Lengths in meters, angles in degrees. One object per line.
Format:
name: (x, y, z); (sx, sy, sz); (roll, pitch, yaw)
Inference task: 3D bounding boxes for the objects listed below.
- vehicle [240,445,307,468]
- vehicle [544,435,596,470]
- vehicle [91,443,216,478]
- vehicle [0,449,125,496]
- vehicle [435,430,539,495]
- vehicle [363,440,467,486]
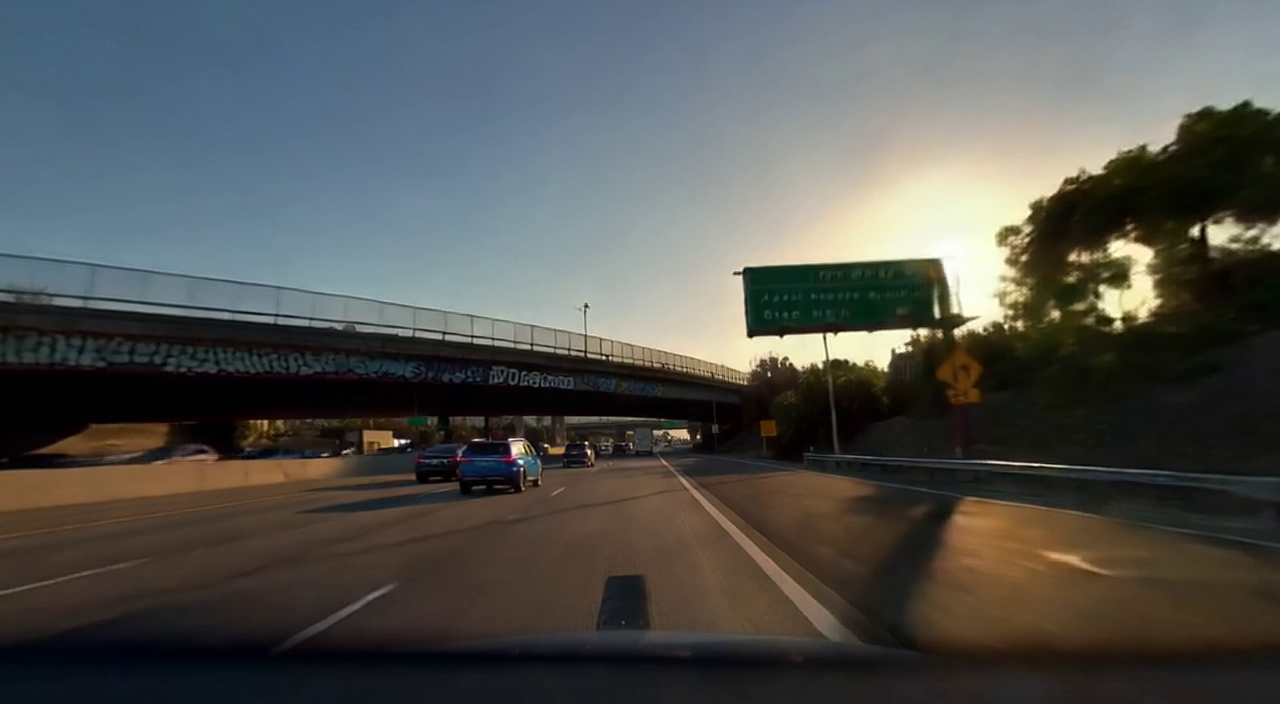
vehicle: (-27.418, 7.840, 47.153); (2.039, 1.597, 4.846); (0, -8, 0)
vehicle: (-3.560, 5.256, 32.916); (2.154, 1.693, 4.394); (0, -8, 1)
vehicle: (-24.069, 5.344, 31.398); (1.969, 1.580, 5.258); (0, -8, 1)
vehicle: (-20.634, 4.126, 21.977); (1.749, 1.441, 3.952); (0, -8, 1)
vehicle: (-4.275, 3.144, 18.221); (1.969, 1.633, 3.962); (0, -8, 1)
vehicle: (-7.844, 3.899, 22.444); (1.917, 1.449, 4.727); (0, -8, 0)
